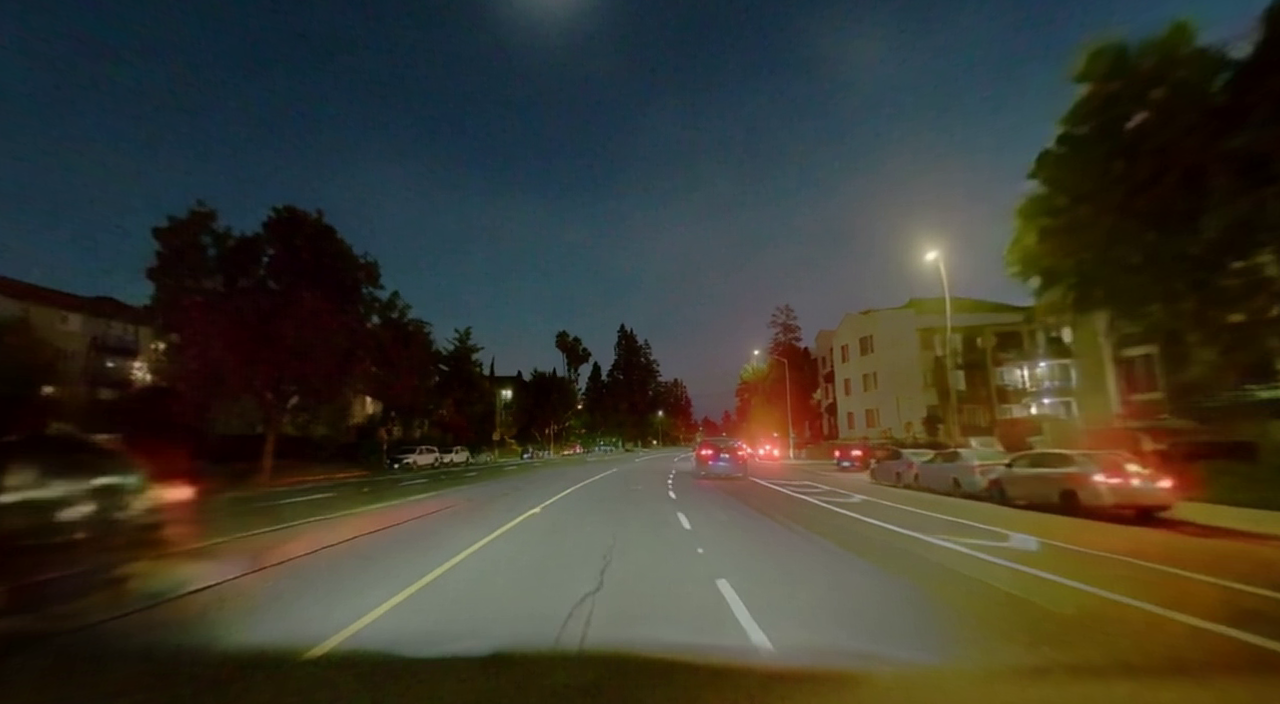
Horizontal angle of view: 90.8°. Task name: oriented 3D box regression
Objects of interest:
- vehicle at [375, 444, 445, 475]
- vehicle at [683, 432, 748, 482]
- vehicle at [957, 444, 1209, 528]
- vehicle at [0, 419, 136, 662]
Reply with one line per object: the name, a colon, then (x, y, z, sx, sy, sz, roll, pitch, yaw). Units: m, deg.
vehicle: (-16.219, 7.560, 44.967, 2.239, 1.926, 6.159, -2, -8, 5)
vehicle: (2.883, 4.106, 25.022, 2.085, 1.763, 4.490, 0, -8, 1)
vehicle: (9.146, 2.748, 13.732, 1.996, 1.474, 4.771, 0, -8, 0)
vehicle: (-4.985, 1.006, 2.779, 1.958, 1.501, 4.294, 0, -8, 0)
